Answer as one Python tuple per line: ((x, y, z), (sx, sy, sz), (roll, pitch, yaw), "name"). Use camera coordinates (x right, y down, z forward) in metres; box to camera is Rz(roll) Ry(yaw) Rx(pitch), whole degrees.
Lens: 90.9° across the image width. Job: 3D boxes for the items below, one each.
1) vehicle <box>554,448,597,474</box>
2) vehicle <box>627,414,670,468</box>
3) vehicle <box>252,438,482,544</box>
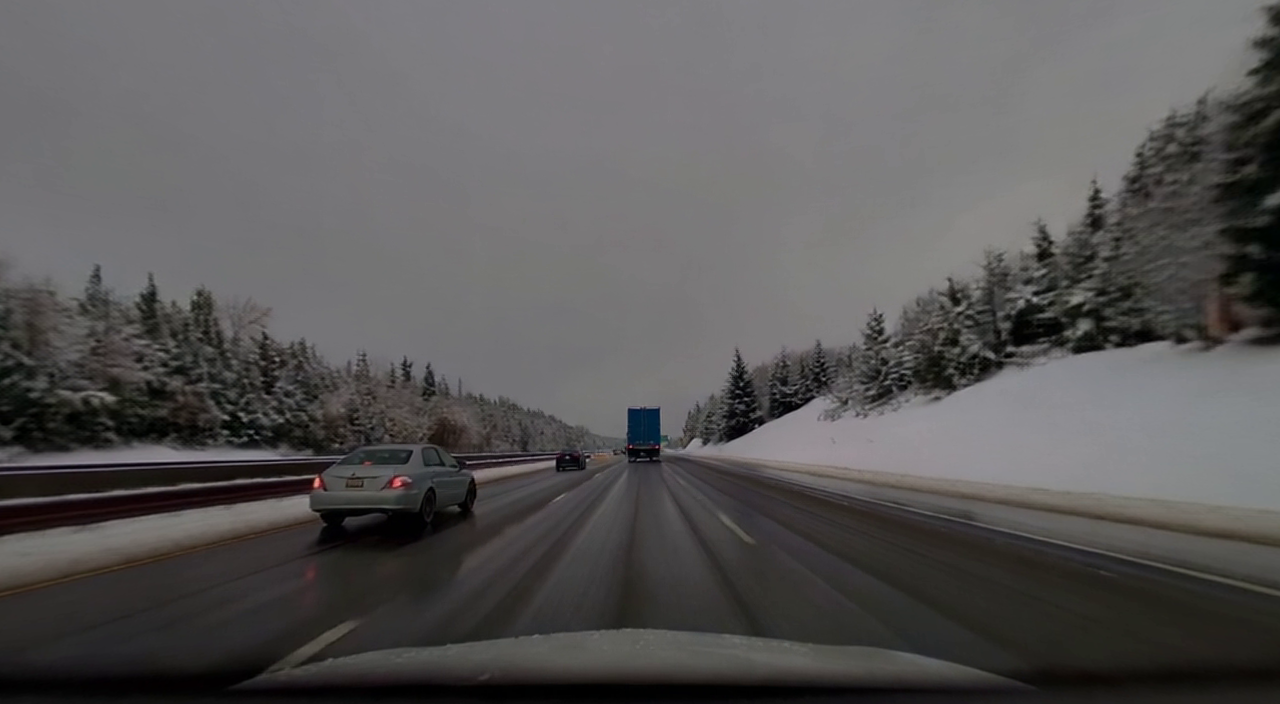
((-3.731, 6.362, 37.040), (1.981, 1.435, 4.199), (0, -9, 1), "vehicle")
((0.551, 6.738, 47.213), (2.893, 3.628, 9.081), (0, -9, 0), "vehicle")
((-4.366, 2.286, 11.031), (2.010, 1.461, 4.391), (0, -9, 1), "vehicle")
